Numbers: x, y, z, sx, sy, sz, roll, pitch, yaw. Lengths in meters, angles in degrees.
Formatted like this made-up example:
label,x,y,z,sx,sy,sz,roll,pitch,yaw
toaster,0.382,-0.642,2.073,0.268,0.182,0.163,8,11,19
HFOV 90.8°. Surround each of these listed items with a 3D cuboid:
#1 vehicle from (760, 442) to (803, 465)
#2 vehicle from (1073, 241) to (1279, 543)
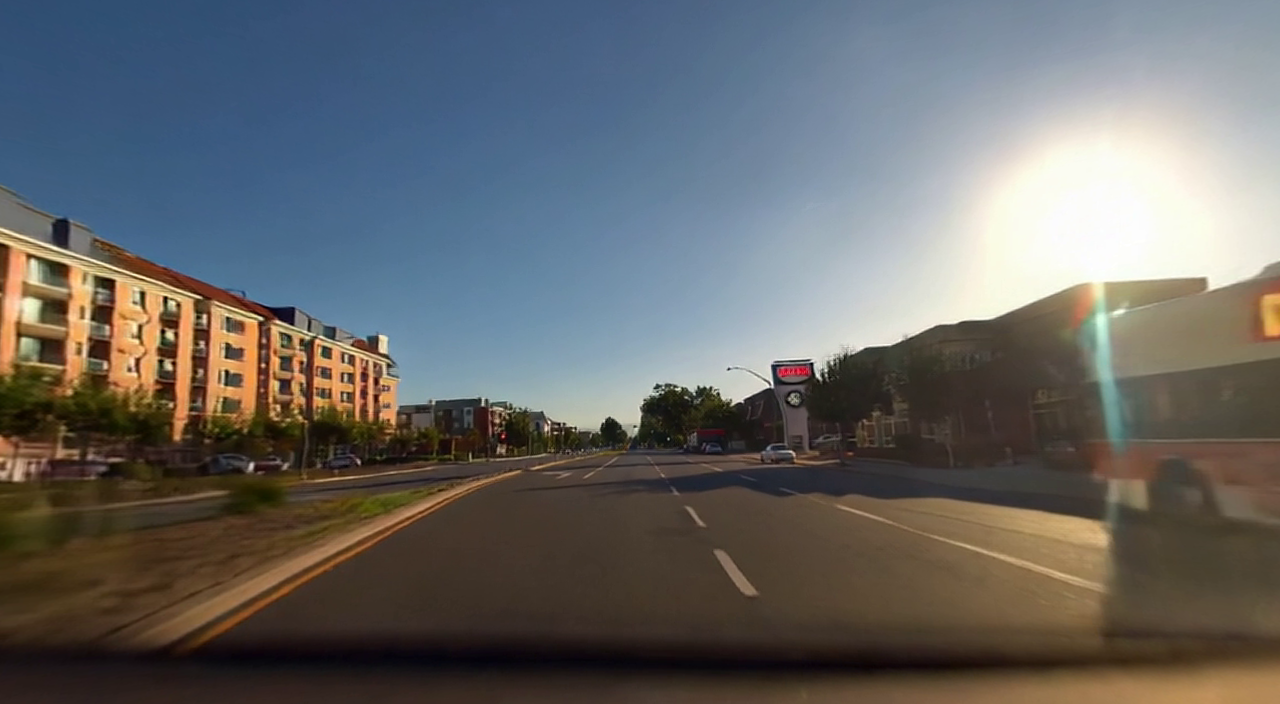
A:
label,x,y,z,sx,sy,sz,roll,pitch,yaw
vehicle,10.069,7.257,45.309,1.886,1.556,4.513,0,-8,-2
vehicle,9.830,0.428,7.588,3.017,3.888,8.508,0,-8,-1
